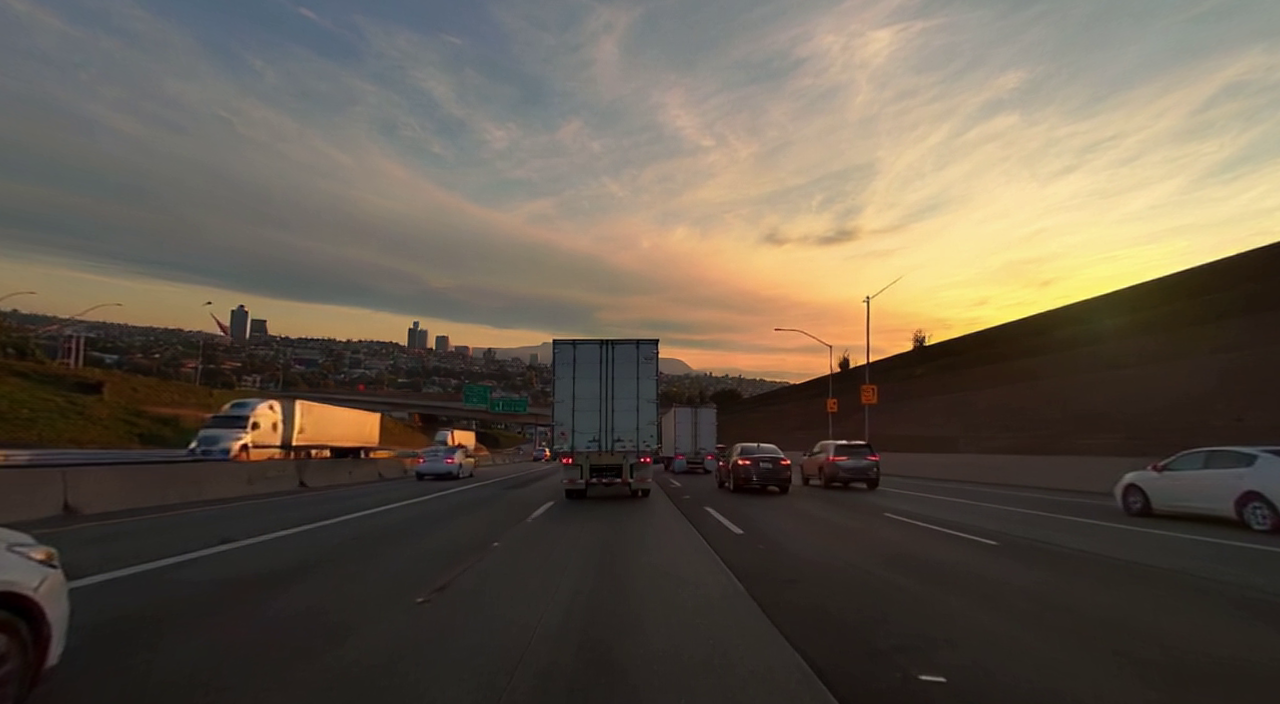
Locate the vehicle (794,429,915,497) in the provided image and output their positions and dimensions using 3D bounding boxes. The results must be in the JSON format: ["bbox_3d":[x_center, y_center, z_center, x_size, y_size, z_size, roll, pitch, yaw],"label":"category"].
[{"bbox_3d":[6.682,3.515,20.324,2.070,1.888,4.546,0,-9,-2],"label":"vehicle"}]

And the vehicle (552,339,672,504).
[{"bbox_3d":[-0.735,2.482,20.946,2.906,4.040,10.743,0,-9,-1],"label":"vehicle"}]

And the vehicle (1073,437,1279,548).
[{"bbox_3d":[9.565,2.085,9.802,2.002,1.472,4.950,0,-9,-3],"label":"vehicle"}]

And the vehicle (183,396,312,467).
[{"bbox_3d":[-25.728,5.376,42.108,3.146,4.246,8.205,0,-9,0],"label":"vehicle"}]

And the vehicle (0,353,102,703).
[{"bbox_3d":[-3.338,0.579,0.641,1.946,1.641,4.105,0,-9,-1],"label":"vehicle"}]

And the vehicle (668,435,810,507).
[{"bbox_3d":[3.021,4.360,24.586,2.869,1.940,14.755,0,-9,-1],"label":"vehicle"}]

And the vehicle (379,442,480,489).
[{"bbox_3d":[-7.231,3.936,22.290,1.973,1.471,4.779,0,-9,0],"label":"vehicle"}]
